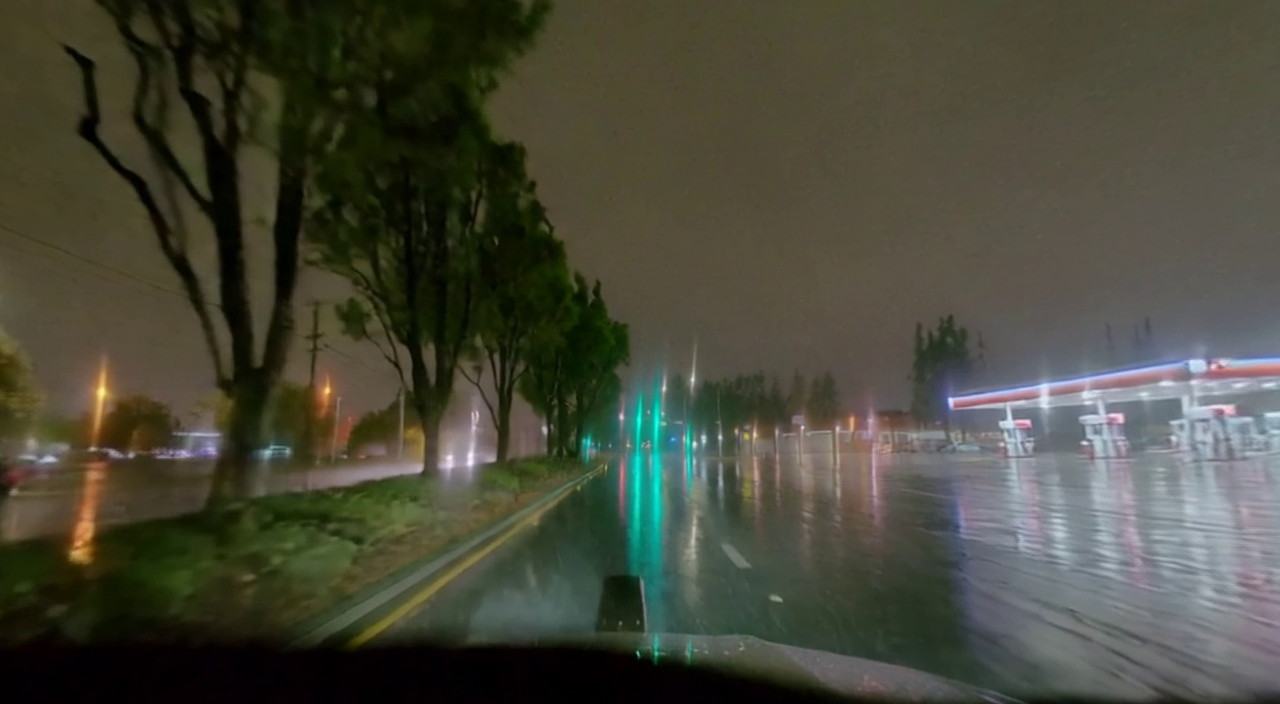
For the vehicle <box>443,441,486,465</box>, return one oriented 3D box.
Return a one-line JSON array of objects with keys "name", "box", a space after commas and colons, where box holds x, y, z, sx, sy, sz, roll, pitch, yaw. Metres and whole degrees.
[{"name": "vehicle", "box": [-12.373, 7.200, 44.902, 1.861, 1.616, 4.077, 0, -9, 0]}]
